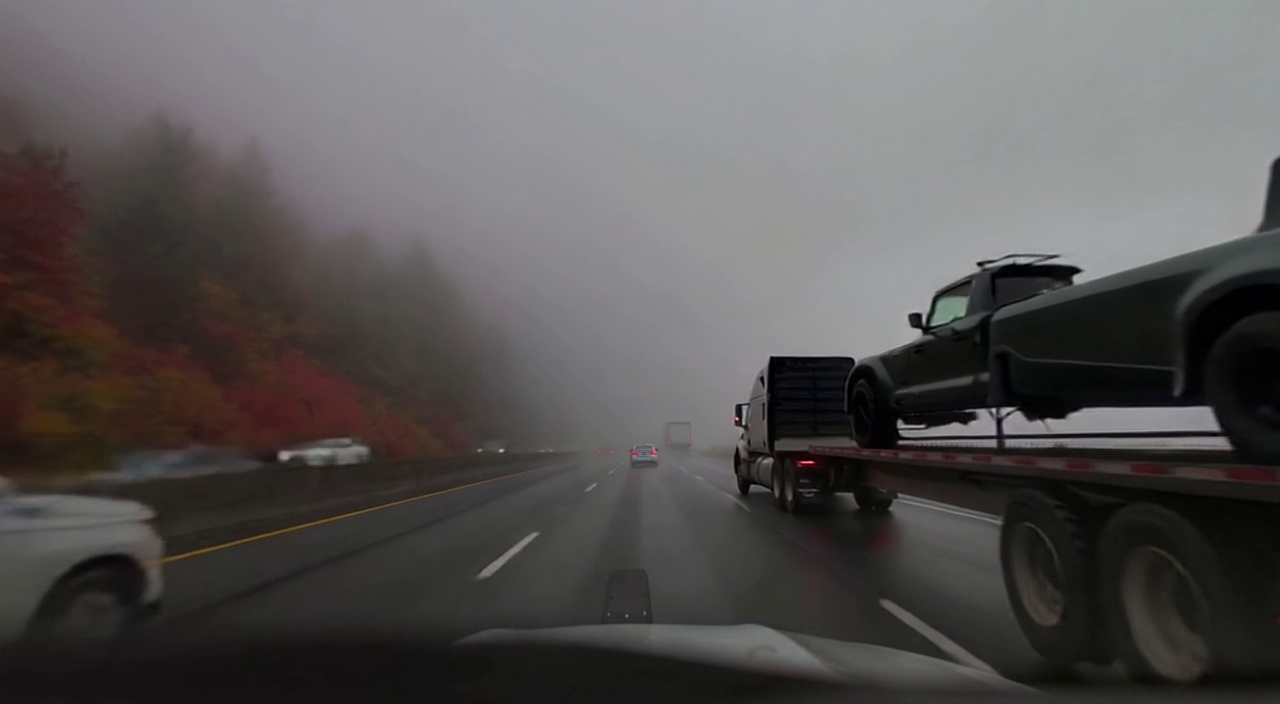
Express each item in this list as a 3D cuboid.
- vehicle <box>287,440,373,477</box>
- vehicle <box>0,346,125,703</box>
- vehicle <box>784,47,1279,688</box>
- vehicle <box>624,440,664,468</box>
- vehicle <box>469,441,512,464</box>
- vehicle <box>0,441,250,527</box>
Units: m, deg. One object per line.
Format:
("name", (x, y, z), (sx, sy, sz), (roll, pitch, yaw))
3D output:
("vehicle", (-14.226, 4.877, 29.135), (1.835, 1.568, 4.023), (0, -8, 1))
("vehicle", (-3.677, 0.556, 0.729), (2.077, 1.669, 4.739), (0, -8, 1))
("vehicle", (4.846, 0.693, 7.488), (3.150, 3.257, 13.098), (0, -8, 0))
("vehicle", (0.222, 5.846, 36.188), (2.152, 1.484, 4.211), (0, -8, 0))
("vehicle", (-10.641, 7.153, 45.032), (1.988, 1.555, 4.227), (0, -8, 1))
("vehicle", (-10.659, 2.650, 13.302), (1.934, 1.497, 4.356), (0, -8, 1))
